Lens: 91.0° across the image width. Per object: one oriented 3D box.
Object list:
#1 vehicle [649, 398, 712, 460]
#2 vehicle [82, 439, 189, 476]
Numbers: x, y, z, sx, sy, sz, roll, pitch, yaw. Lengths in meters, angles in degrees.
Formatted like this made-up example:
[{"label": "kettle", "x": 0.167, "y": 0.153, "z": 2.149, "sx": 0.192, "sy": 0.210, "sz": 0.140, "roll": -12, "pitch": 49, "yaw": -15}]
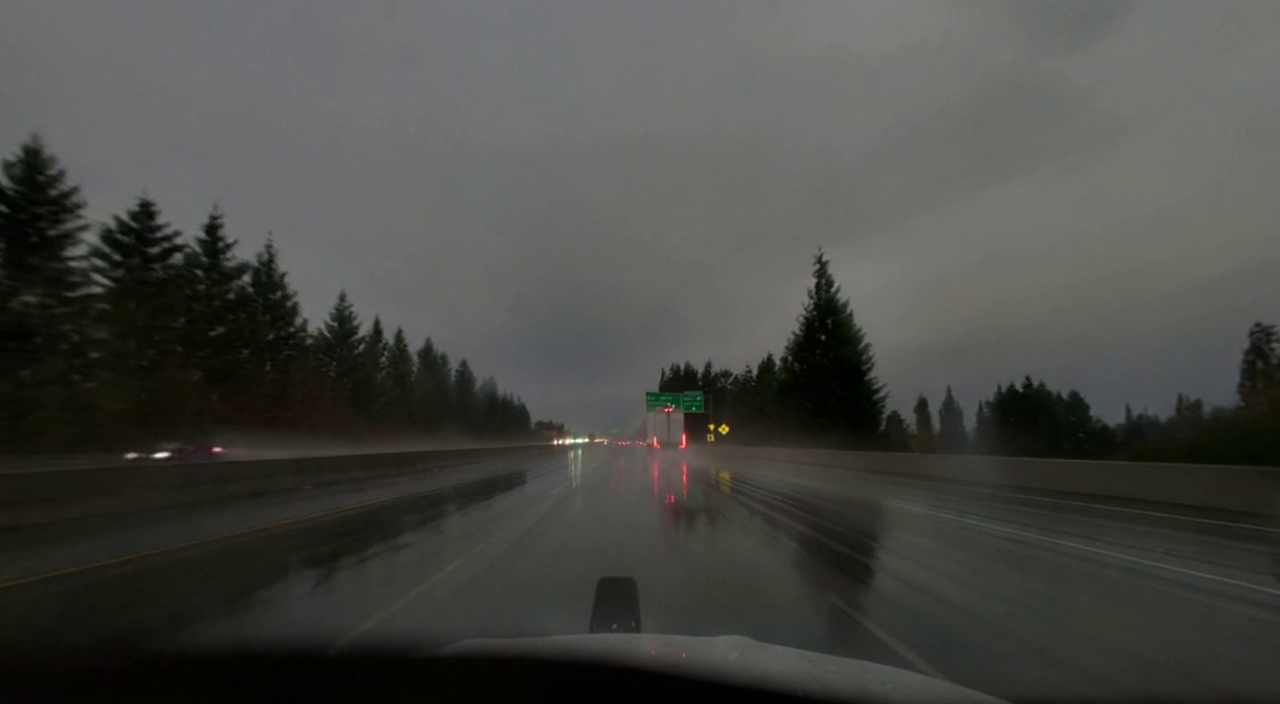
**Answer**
[{"label": "vehicle", "x": 2.823, "y": 5.984, "z": 47.953, "sx": 3.828, "sy": 4.143, "sz": 10.369, "roll": 0, "pitch": -8, "yaw": -2}, {"label": "vehicle", "x": -21.753, "y": 4.545, "z": 27.333, "sx": 1.687, "sy": 1.460, "sz": 3.630, "roll": 0, "pitch": -8, "yaw": -1}]
